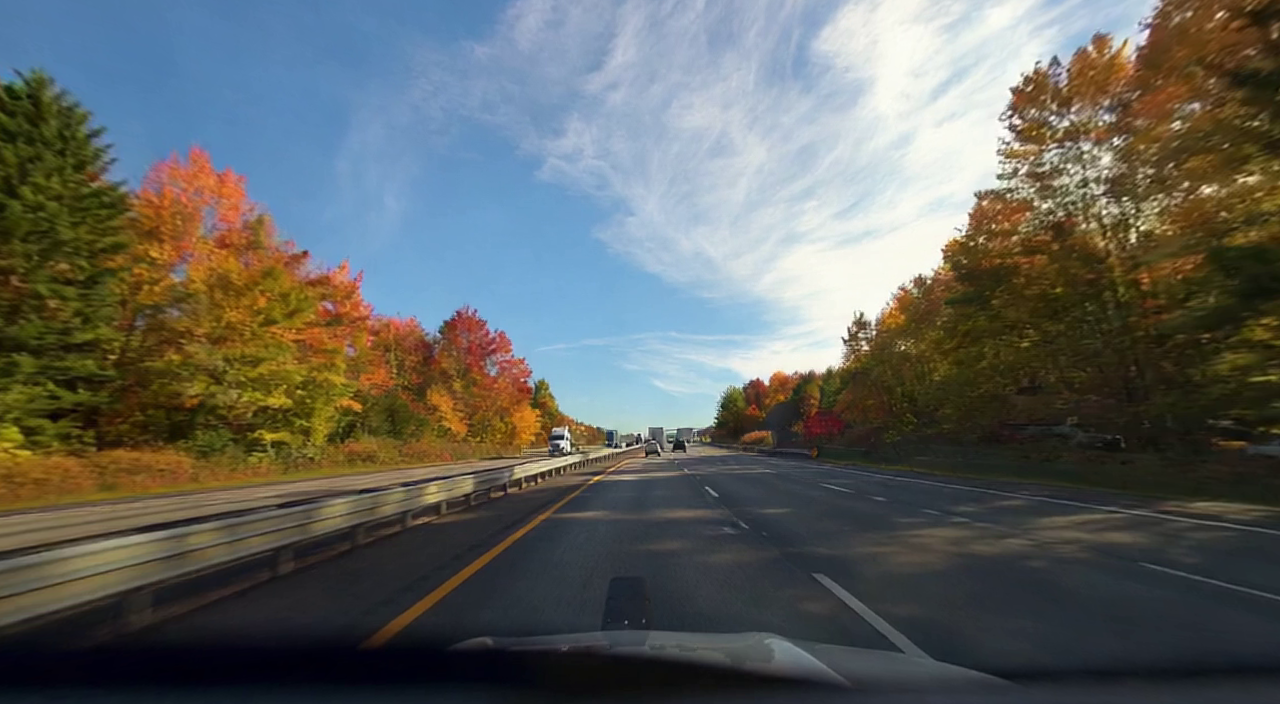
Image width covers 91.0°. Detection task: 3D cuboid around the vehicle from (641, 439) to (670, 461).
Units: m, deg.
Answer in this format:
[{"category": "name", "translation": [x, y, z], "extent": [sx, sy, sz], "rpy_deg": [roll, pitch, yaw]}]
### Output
[{"category": "vehicle", "translation": [1.062, 6.946, 44.615], "extent": [1.924, 1.498, 3.817], "rpy_deg": [0, -8, 0]}]
